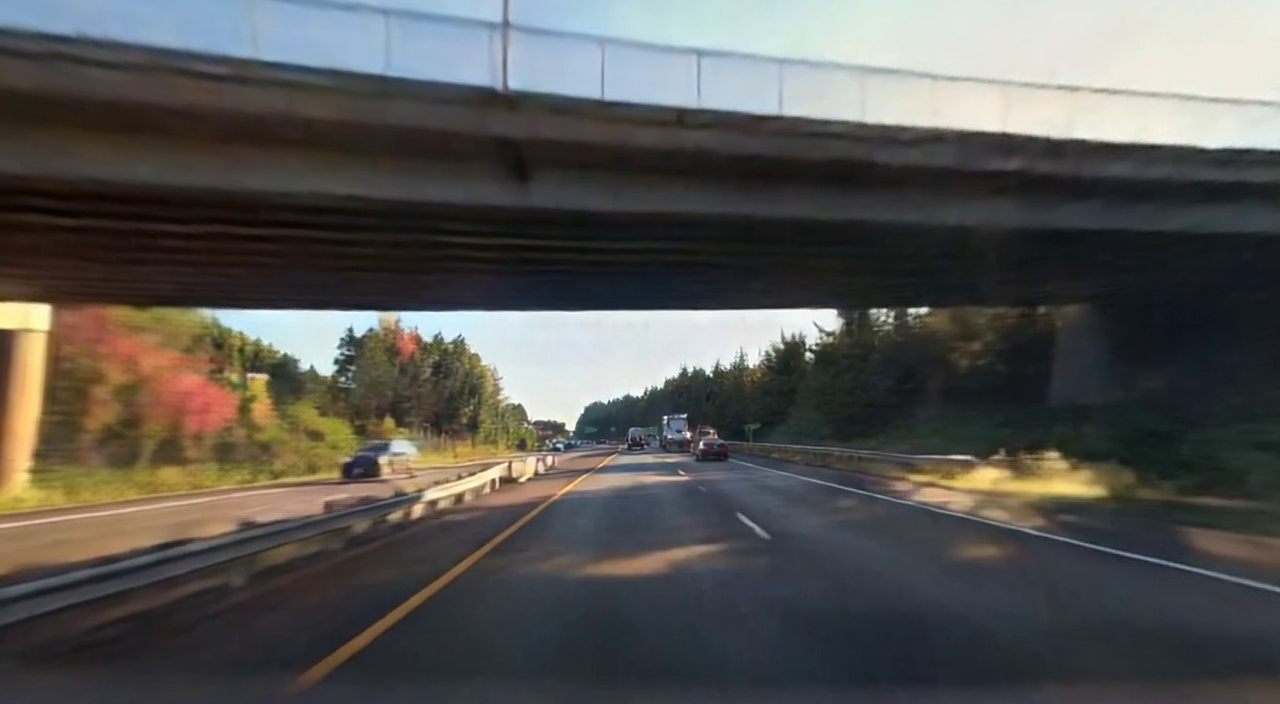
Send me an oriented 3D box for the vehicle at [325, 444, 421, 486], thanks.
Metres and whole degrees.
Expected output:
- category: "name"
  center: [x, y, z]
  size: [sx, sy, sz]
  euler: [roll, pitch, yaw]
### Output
- category: "vehicle"
  center: [-10.698, 4.534, 25.621]
  size: [2.053, 1.488, 4.311]
  euler: [-1, -8, 0]
